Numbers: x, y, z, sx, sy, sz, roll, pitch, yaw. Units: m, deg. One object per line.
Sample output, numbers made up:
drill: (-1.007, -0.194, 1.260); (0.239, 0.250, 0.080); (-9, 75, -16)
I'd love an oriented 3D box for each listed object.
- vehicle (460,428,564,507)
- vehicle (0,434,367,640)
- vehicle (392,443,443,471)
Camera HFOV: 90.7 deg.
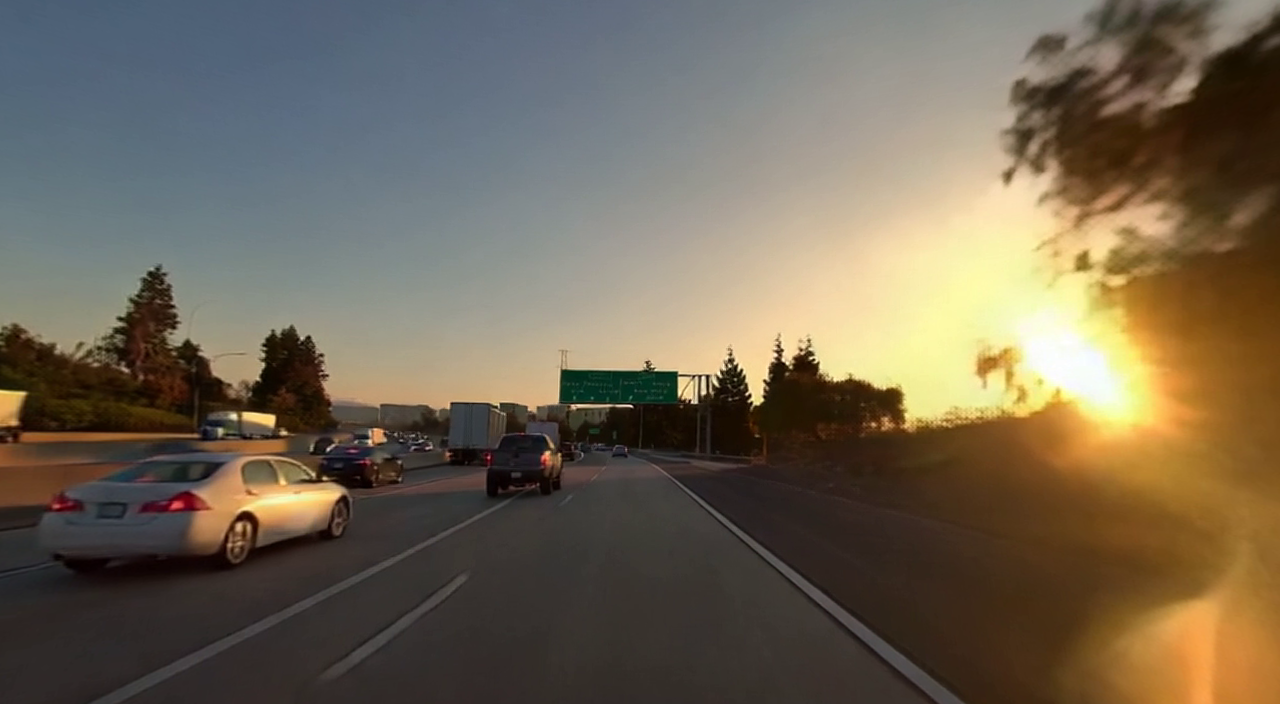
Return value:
vehicle: (-3.282, 3.068, 17.365); (2.093, 1.785, 5.303); (0, -9, -4)
vehicle: (-4.874, 1.670, 6.858); (1.932, 1.445, 4.625); (0, -9, -2)
vehicle: (-15.332, 7.218, 43.833); (2.069, 1.789, 4.768); (0, -9, -4)
